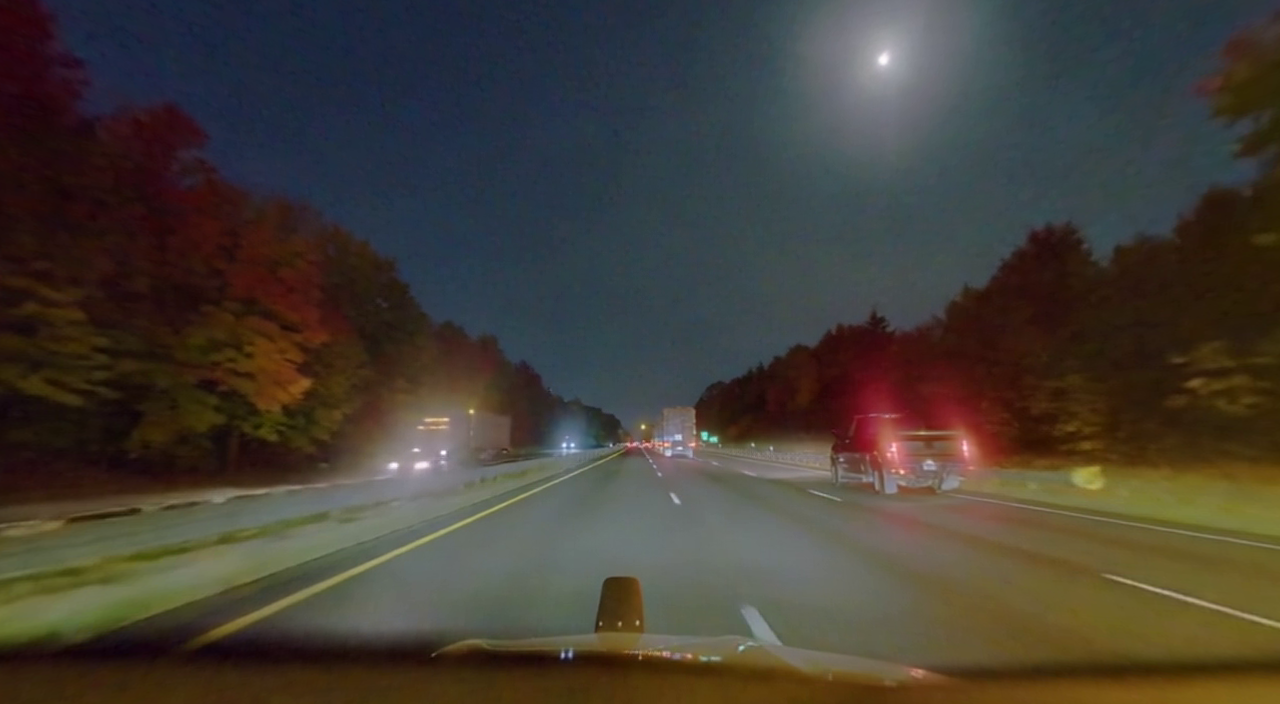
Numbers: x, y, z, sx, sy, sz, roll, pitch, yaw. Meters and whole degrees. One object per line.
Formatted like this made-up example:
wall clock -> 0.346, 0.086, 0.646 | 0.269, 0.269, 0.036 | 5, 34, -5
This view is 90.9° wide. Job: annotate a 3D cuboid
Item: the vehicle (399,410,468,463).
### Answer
vehicle -> -14.081, 5.773, 43.130 | 3.618, 3.504, 2.875 | 0, -8, 1
